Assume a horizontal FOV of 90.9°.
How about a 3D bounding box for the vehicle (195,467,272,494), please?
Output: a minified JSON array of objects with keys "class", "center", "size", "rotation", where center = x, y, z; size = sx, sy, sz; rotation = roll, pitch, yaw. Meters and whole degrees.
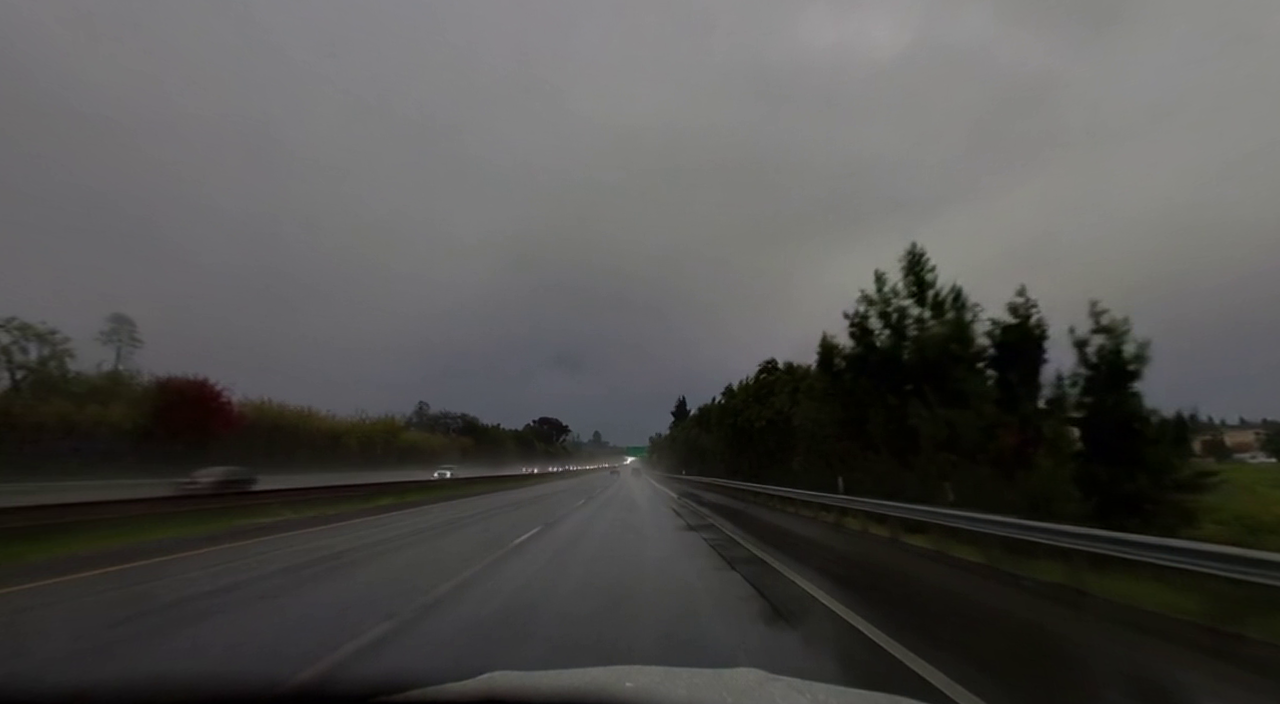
[{"class":"vehicle","center":[-23.871,7.531,37.145],"size":[1.763,1.441,4.230],"rotation":[1,-11,-2]}]
